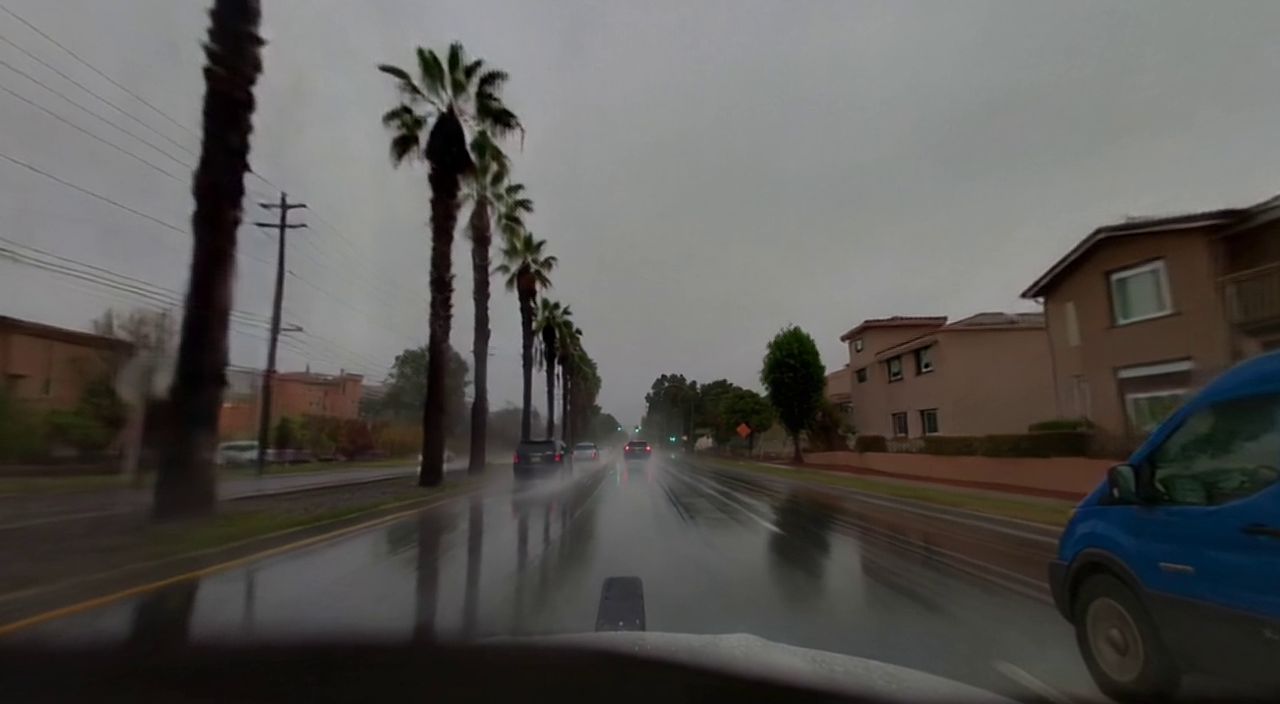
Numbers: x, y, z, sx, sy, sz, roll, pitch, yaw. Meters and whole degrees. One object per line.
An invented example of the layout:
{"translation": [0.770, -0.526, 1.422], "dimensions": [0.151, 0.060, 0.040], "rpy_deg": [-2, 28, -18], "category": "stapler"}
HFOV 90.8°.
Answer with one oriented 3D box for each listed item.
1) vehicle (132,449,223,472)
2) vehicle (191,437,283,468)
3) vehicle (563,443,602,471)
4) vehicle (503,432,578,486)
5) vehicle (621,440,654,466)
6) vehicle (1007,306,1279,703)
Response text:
{"translation": [-30.568, 7.146, 41.824], "dimensions": [4.474, 1.393, 1.920], "rpy_deg": [1, -8, -1], "category": "vehicle"}
{"translation": [-30.326, 7.553, 47.647], "dimensions": [5.583, 2.103, 2.086], "rpy_deg": [-1, -6, 2], "category": "vehicle"}
{"translation": [-3.105, 5.770, 34.837], "dimensions": [1.869, 1.454, 4.142], "rpy_deg": [0, -9, -2], "category": "vehicle"}
{"translation": [-3.413, 3.761, 22.406], "dimensions": [1.967, 1.703, 4.157], "rpy_deg": [0, -9, 0], "category": "vehicle"}
{"translation": [-0.219, 6.999, 43.884], "dimensions": [2.191, 1.761, 3.857], "rpy_deg": [0, -9, -2], "category": "vehicle"}
{"translation": [3.772, 0.690, 2.026], "dimensions": [2.234, 1.912, 4.847], "rpy_deg": [0, -9, 0], "category": "vehicle"}
